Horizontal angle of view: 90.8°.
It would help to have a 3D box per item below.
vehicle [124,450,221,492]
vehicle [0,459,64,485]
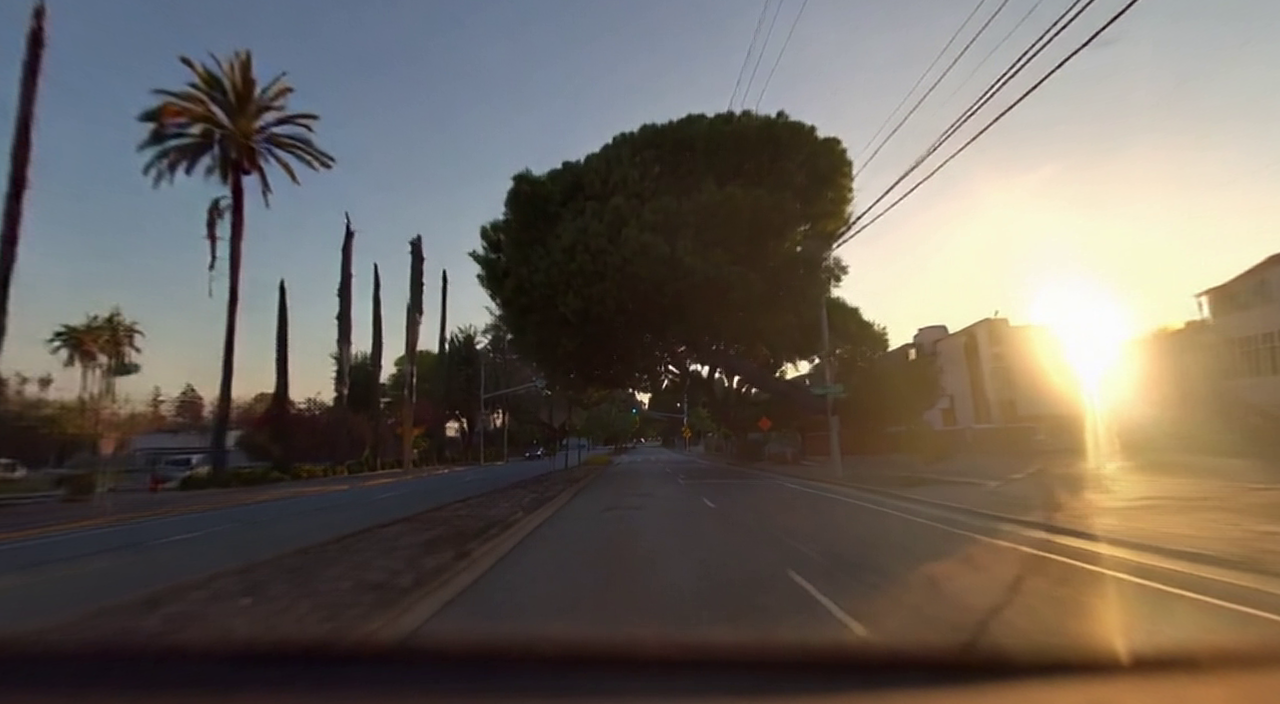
[{"bbox_3d":[-25.793,6.544,34.794,5.622,1.769,2.331,-9,-7,31],"label":"vehicle"},{"bbox_3d":[-39.739,7.553,39.880,4.368,1.527,2.276,5,-9,-26],"label":"vehicle"}]
